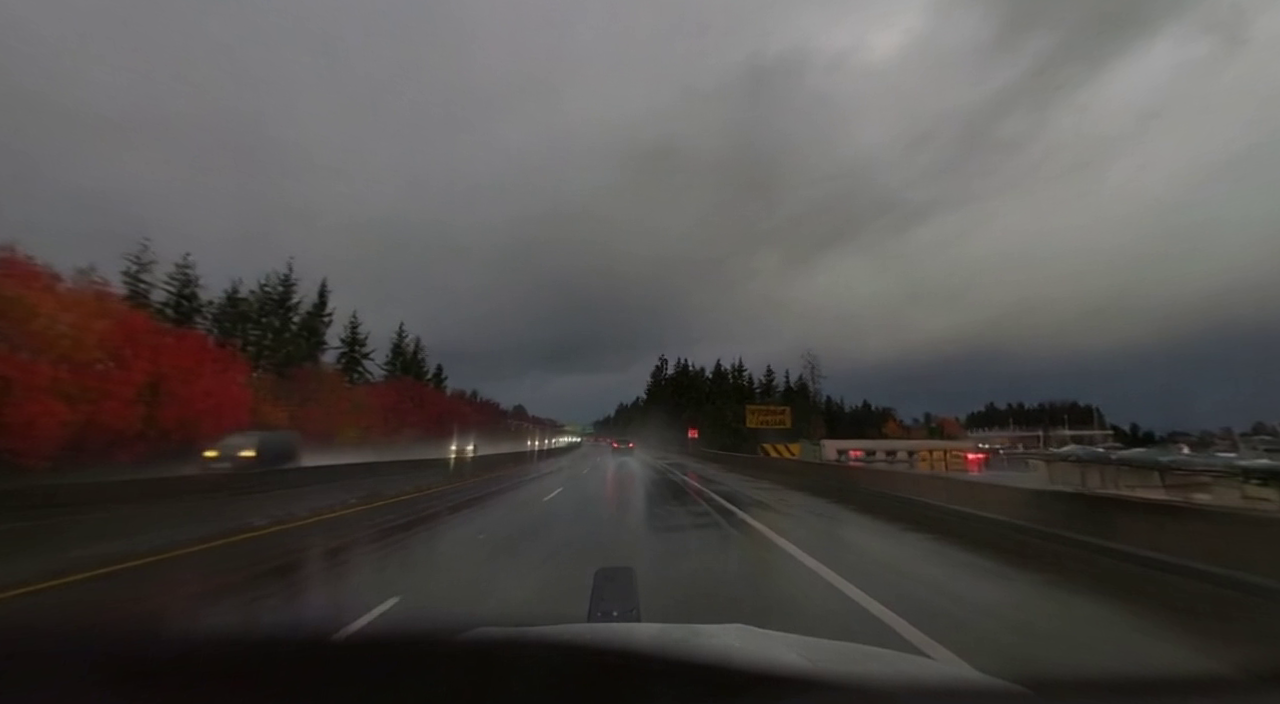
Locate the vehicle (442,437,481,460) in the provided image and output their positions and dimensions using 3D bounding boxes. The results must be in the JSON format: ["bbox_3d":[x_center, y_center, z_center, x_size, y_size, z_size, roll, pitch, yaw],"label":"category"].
[{"bbox_3d":[-12.318,6.656,43.560,1.690,1.462,3.597,0,-8,-1],"label":"vehicle"}]

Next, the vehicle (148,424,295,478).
[{"bbox_3d":[-14.263,3.405,21.851,1.949,1.646,4.601,0,-8,0],"label":"vehicle"}]
